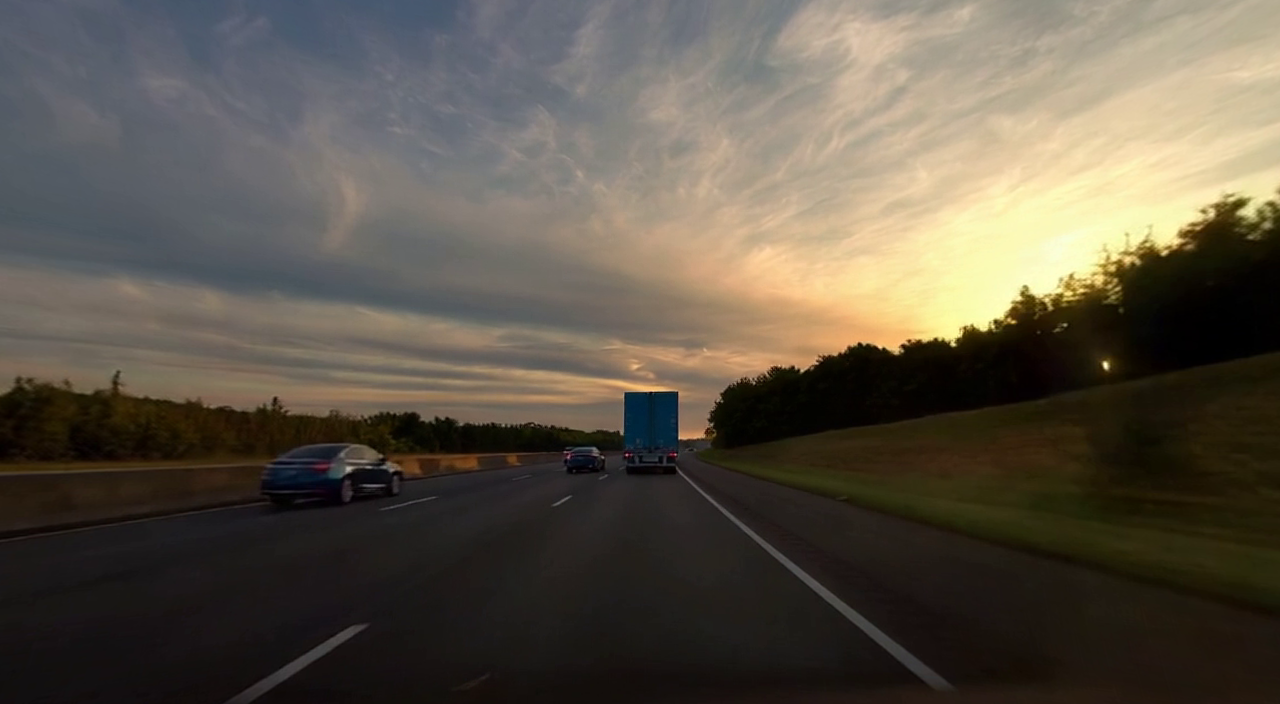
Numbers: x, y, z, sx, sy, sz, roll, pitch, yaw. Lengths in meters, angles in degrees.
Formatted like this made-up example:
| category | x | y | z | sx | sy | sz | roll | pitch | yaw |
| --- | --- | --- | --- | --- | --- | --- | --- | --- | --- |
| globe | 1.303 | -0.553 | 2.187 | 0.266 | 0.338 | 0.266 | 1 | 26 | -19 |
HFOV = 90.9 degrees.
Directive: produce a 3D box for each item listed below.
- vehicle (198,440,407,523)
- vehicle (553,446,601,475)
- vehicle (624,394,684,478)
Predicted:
| category | x | y | z | sx | sy | sz | roll | pitch | yaw |
| --- | --- | --- | --- | --- | --- | --- | --- | --- | --- |
| vehicle | -6.983 | 2.704 | 13.757 | 1.954 | 1.487 | 4.599 | 0 | -9 | 1 |
| vehicle | -3.342 | 5.875 | 34.286 | 2.092 | 1.465 | 4.448 | 0 | -9 | 1 |
| vehicle | 0.707 | 5.189 | 38.594 | 2.851 | 4.098 | 14.436 | -2 | -8 | 0 |
